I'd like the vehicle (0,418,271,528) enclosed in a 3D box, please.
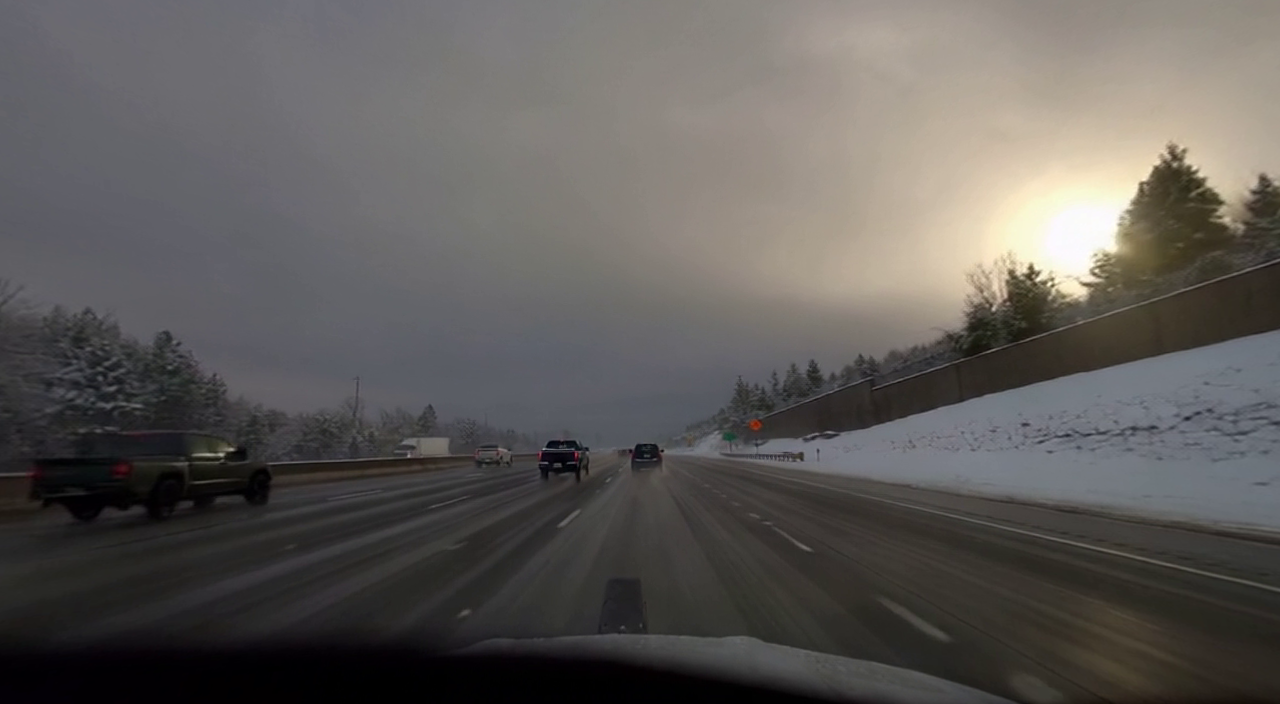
[{"bbox_3d":[-10.813,2.556,13.937,2.054,1.933,5.247,0,-9,1],"label":"vehicle"}]

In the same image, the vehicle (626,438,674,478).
[{"bbox_3d":[0.447,5.251,31.496,2.233,1.804,4.273,0,-9,0],"label":"vehicle"}]

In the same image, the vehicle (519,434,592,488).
[{"bbox_3d":[-3.091,4.108,24.088,2.093,1.820,4.506,0,-9,1],"label":"vehicle"}]

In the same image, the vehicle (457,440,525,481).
[{"bbox_3d":[-6.736,4.946,28.991,2.059,1.745,4.239,0,-9,1],"label":"vehicle"}]
